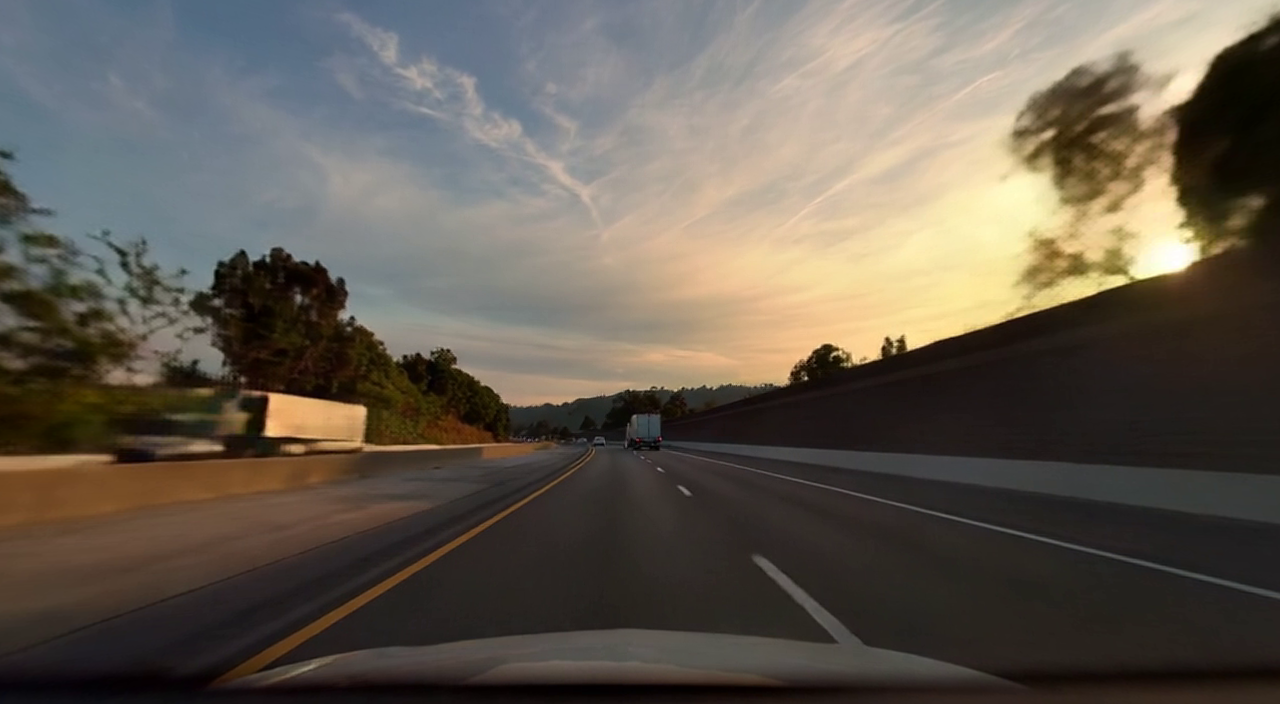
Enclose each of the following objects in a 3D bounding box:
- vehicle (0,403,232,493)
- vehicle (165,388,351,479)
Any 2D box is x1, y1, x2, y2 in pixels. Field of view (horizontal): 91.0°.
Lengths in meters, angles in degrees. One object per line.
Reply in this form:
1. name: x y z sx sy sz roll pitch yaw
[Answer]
1. vehicle: -13.222 2.448 16.249 2.281 1.942 4.778 0 -8 -2
2. vehicle: -13.491 3.020 23.057 2.675 2.788 6.642 -1 -8 -1
